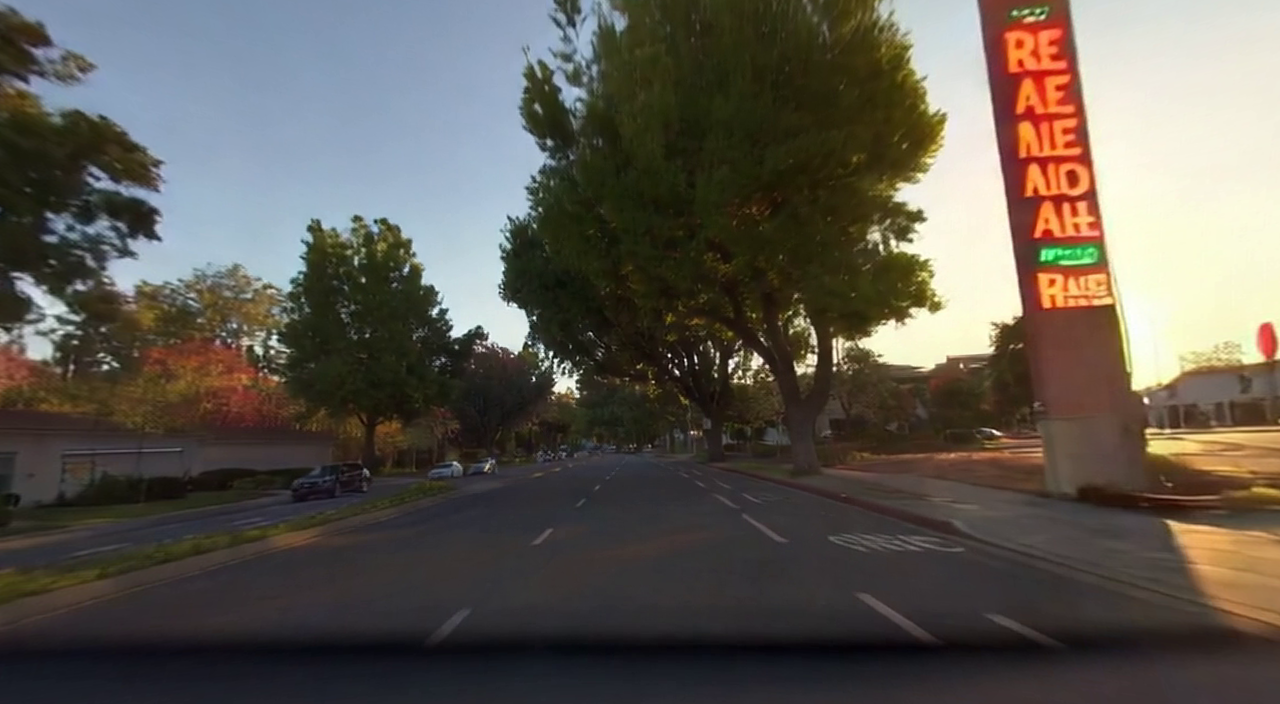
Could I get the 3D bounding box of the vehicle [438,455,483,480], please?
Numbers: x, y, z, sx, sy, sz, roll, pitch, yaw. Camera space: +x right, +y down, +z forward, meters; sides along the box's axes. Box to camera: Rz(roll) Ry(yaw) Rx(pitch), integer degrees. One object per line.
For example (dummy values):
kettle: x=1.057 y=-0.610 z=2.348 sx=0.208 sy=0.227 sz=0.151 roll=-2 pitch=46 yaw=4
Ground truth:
vehicle: x=-12.352 y=7.952 z=43.754 sx=1.854 sy=1.442 sz=4.213 roll=-4 pitch=-8 yaw=-1

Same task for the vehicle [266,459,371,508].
vehicle: x=-12.412 y=5.064 z=24.718 sx=1.986 sy=1.488 sz=4.330 roll=-5 pitch=-8 yaw=-2
